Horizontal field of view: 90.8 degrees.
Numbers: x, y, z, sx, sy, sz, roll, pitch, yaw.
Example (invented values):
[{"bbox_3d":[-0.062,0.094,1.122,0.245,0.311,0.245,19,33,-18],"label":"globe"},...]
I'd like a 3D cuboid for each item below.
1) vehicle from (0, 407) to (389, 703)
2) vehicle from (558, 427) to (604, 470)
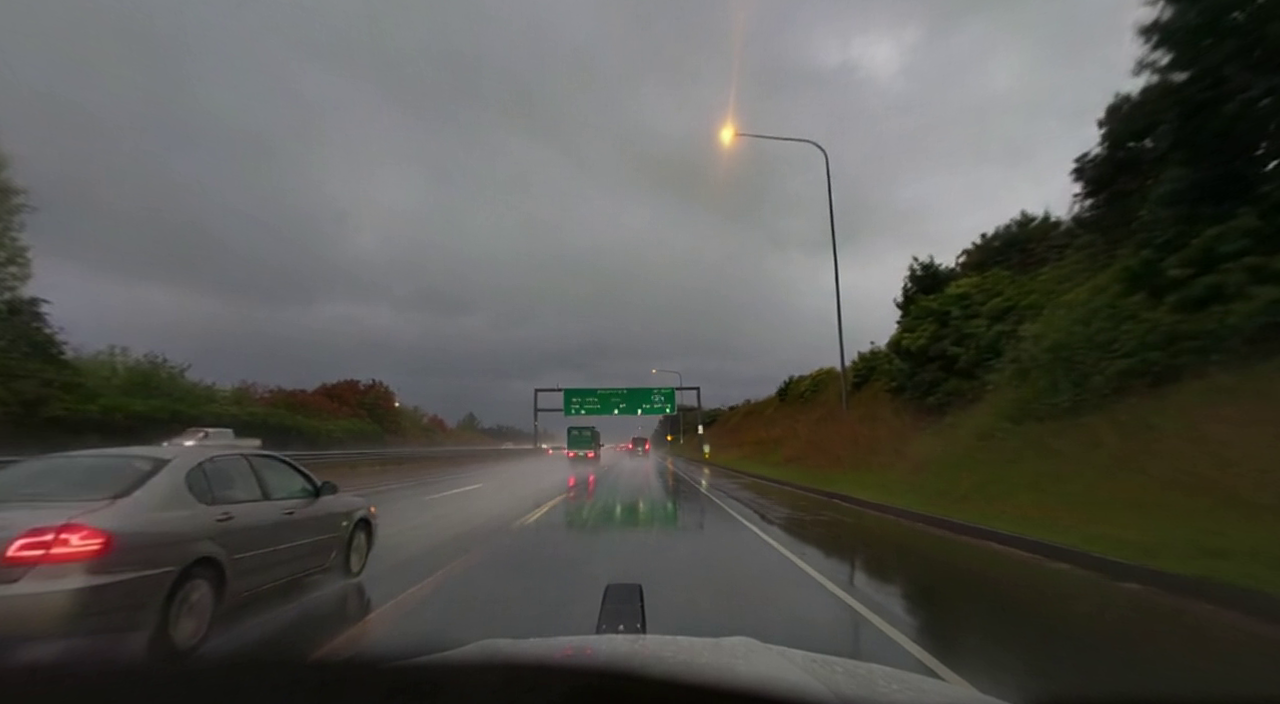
[{"bbox_3d":[-3.614,1.259,4.624,1.924,1.436,3.915,0,-9,0],"label":"vehicle"},{"bbox_3d":[-3.575,6.034,39.452,2.290,2.453,5.561,0,-9,0],"label":"vehicle"}]
